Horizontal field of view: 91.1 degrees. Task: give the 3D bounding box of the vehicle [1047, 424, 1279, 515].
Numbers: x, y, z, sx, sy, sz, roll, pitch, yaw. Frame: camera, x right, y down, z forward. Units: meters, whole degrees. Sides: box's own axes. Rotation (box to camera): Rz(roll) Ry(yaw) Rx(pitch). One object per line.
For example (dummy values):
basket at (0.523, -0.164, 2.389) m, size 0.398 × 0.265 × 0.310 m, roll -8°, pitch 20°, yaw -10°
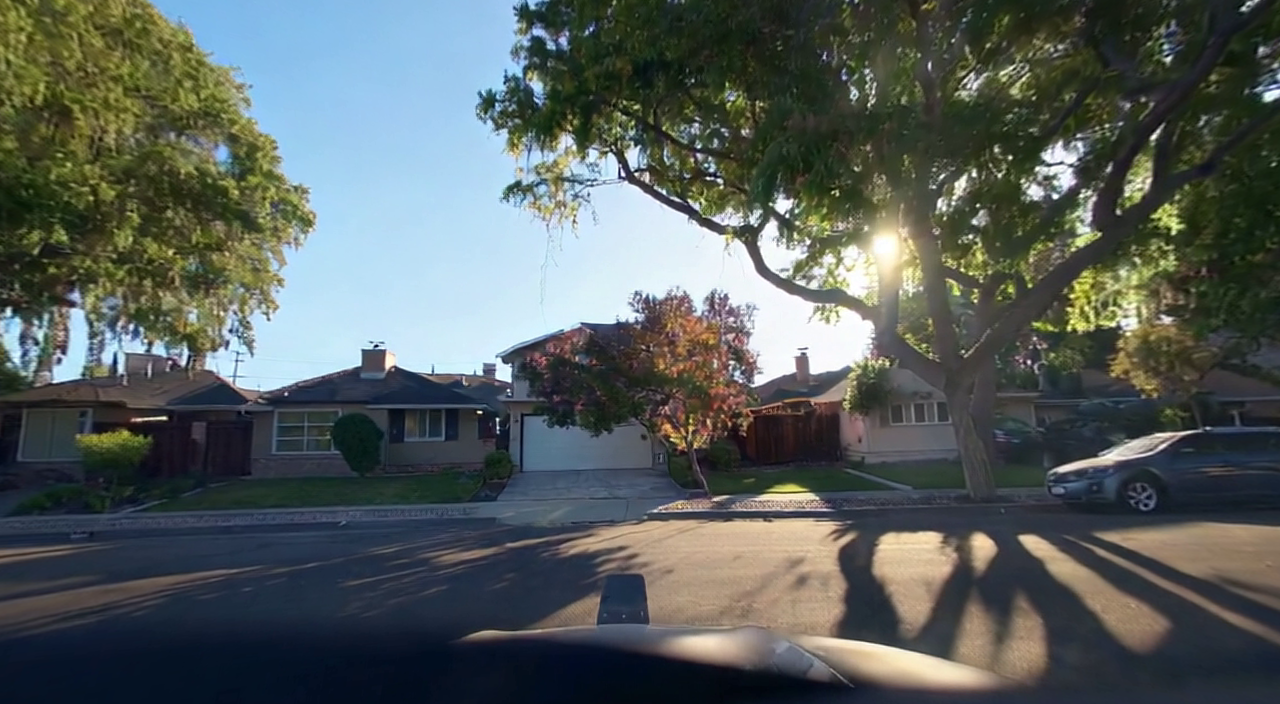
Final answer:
vehicle at (10.942, 2.245, 12.228) m, size 4.658 × 1.615 × 1.894 m, roll 0°, pitch -9°, yaw -1°
